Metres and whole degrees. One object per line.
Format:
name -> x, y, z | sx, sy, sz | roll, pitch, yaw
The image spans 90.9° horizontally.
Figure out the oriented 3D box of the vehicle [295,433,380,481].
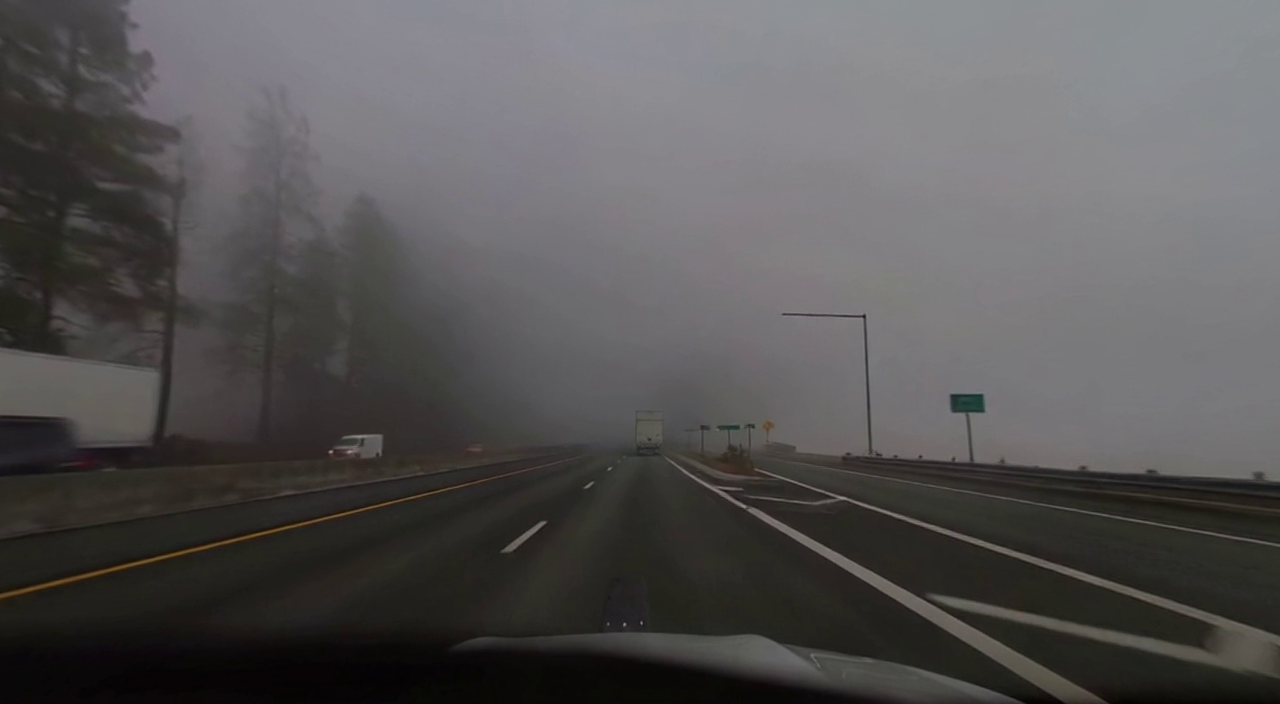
vehicle -> -17.893, 6.226, 37.681 | 2.360, 2.607, 5.290 | 0, -8, 0
